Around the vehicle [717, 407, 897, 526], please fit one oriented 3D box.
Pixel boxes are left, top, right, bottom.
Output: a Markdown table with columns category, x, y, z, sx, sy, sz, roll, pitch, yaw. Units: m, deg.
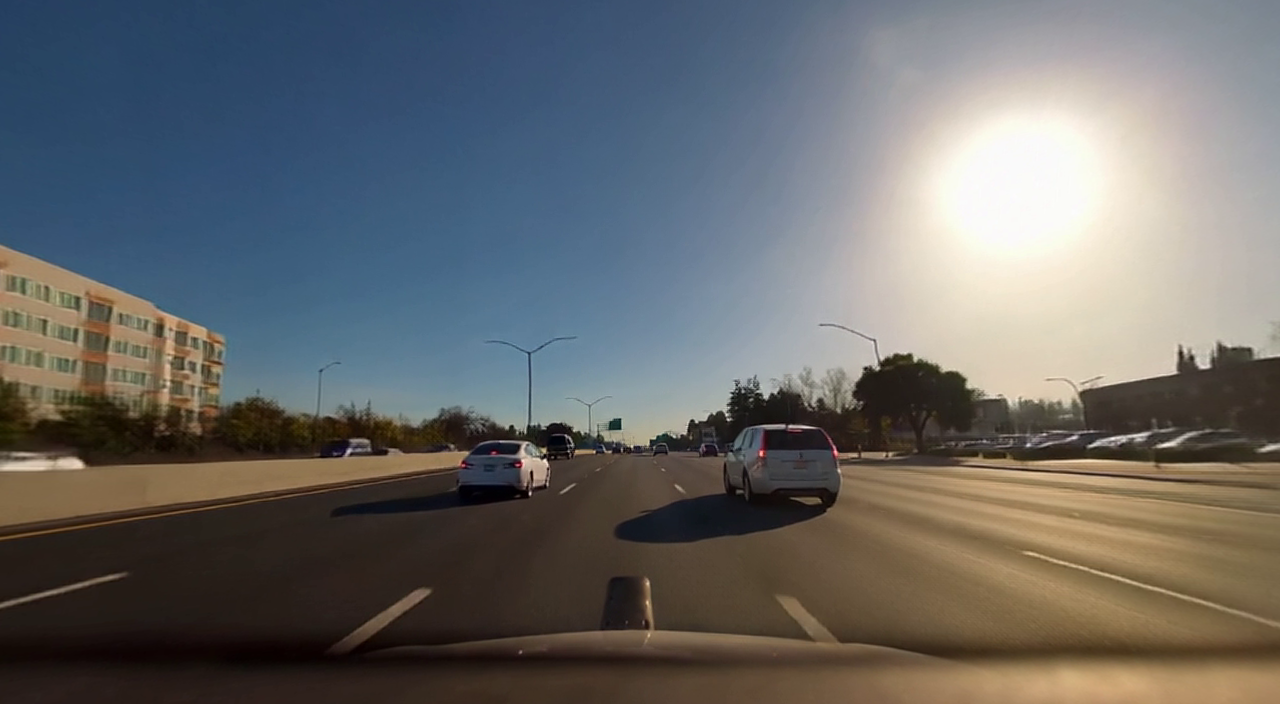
| category | x | y | z | sx | sy | sz | roll | pitch | yaw |
| --- | --- | --- | --- | --- | --- | --- | --- | --- | --- |
| vehicle | 2.932 | 2.170 | 12.432 | 2.148 | 1.852 | 4.835 | 0 | -8 | -1 |

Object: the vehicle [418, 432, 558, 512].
| category | x | y | z | sx | sy | sz | roll | pitch | yaw |
| --- | --- | --- | --- | --- | --- | --- | --- | --- | --- |
| vehicle | -3.306 | 2.719 | 14.838 | 2.080 | 1.542 | 4.718 | 0 | -8 | 1 |

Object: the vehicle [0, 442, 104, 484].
| category | x | y | z | sx | sy | sz | roll | pitch | yaw |
| --- | --- | --- | --- | --- | --- | --- | --- | --- | --- |
| vehicle | -22.859 | 4.177 | 23.973 | 1.695 | 1.457 | 3.555 | 0 | -8 | 1 |
